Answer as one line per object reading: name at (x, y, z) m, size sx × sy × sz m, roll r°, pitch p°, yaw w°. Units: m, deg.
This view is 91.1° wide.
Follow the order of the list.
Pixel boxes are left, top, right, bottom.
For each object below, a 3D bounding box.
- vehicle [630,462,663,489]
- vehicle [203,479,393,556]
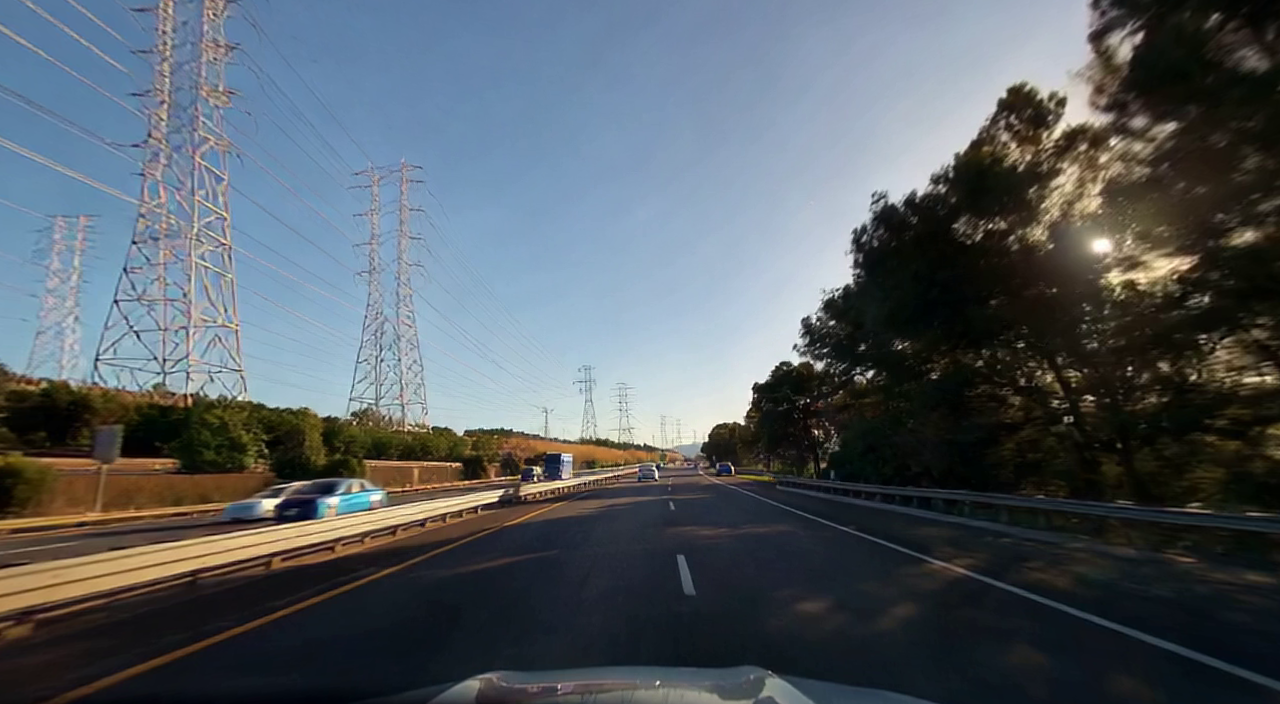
vehicle at (0.447, 8.004, 40.890) m, size 2.038 × 1.596 × 4.246 m, roll 1°, pitch -10°, yaw 2°
vehicle at (-8.058, 3.913, 15.449) m, size 1.858 × 1.450 × 4.656 m, roll 0°, pitch -10°, yaw 3°
